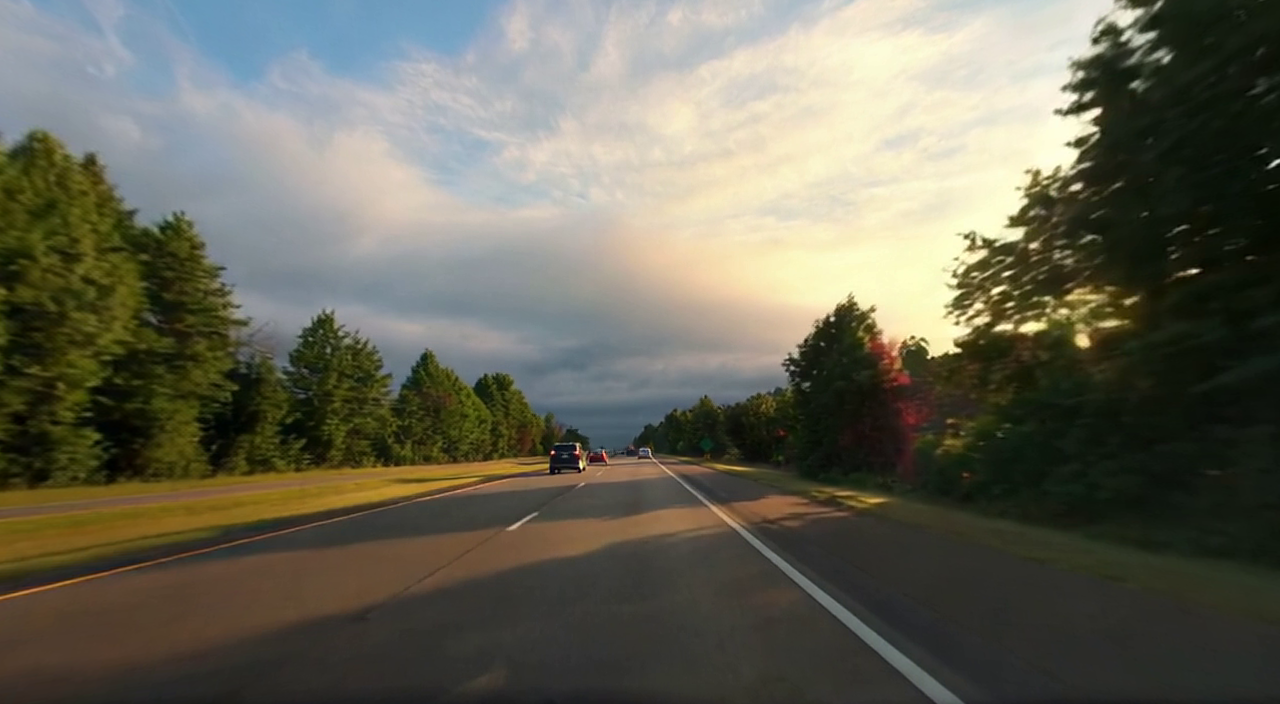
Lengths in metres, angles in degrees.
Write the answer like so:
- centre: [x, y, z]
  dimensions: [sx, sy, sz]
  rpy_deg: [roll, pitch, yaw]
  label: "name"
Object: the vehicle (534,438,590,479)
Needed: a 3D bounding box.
- centre: [-3.648, 5.072, 30.241]
  dimensions: [2.056, 1.811, 4.202]
  rpy_deg: [0, -9, 1]
  label: "vehicle"
